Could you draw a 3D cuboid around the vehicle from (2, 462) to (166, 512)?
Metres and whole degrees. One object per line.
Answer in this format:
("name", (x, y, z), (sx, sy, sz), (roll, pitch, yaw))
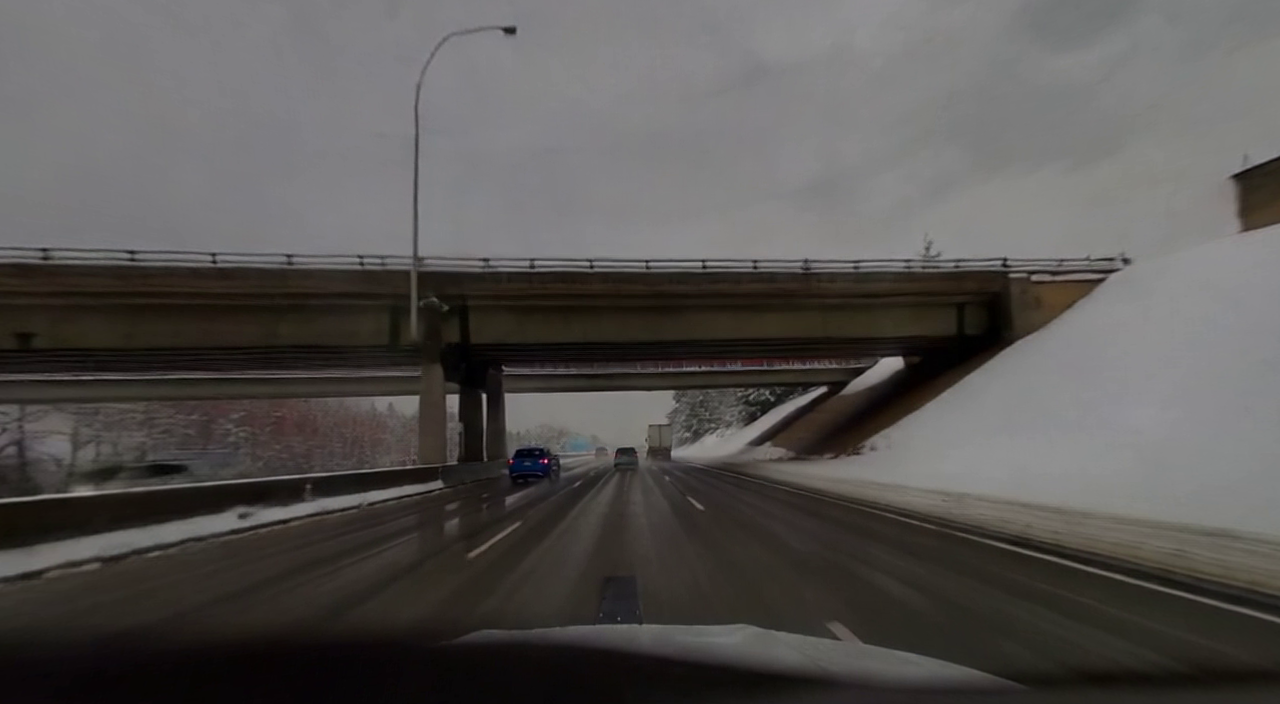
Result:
("vehicle", (-20.179, 4.878, 23.100), (1.844, 1.544, 4.608), (0, -9, 0))

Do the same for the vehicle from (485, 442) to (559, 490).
("vehicle", (-4.203, 4.124, 22.961), (1.987, 1.548, 3.981), (0, -9, -1))

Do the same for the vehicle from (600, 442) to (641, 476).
("vehicle", (-0.965, 5.477, 32.272), (2.004, 1.615, 4.113), (0, -9, -1))
